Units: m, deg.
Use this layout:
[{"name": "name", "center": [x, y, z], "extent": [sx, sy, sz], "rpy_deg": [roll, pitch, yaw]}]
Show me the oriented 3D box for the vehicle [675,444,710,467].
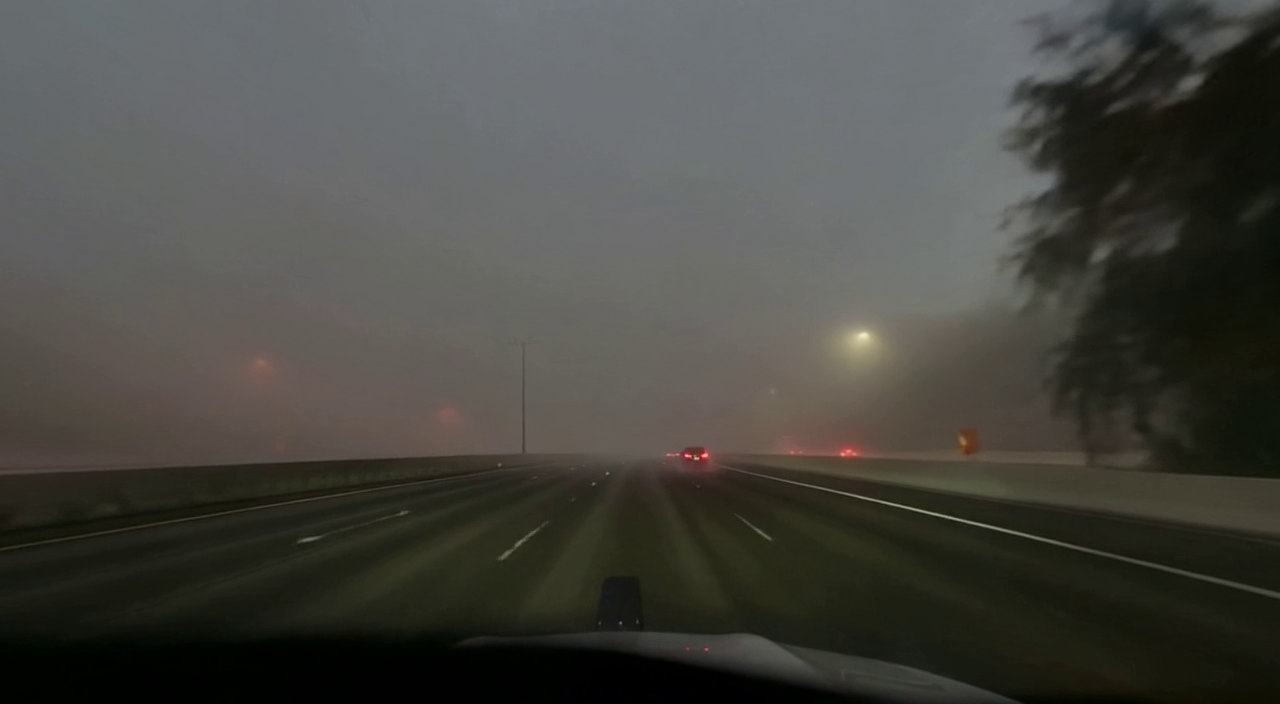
[{"name": "vehicle", "center": [3.614, 7.263, 44.310], "extent": [2.033, 1.501, 4.398], "rpy_deg": [0, -9, -1]}]
